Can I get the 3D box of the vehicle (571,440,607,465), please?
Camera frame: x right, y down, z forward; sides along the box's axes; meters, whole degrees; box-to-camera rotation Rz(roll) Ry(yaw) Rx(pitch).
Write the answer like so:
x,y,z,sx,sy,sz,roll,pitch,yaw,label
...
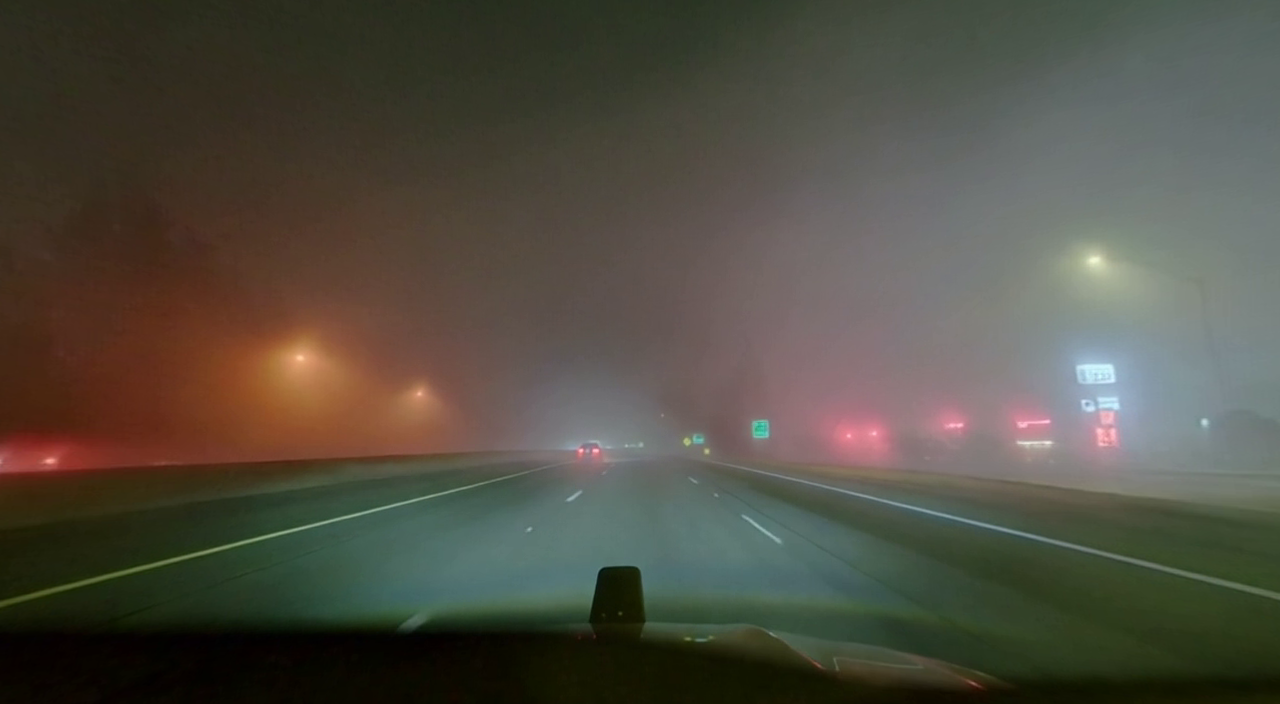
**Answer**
x,y,z,sx,sy,sz,roll,pitch,yaw,label
-3.386,6.744,42.201,2.015,1.557,4.229,0,-9,1,vehicle
